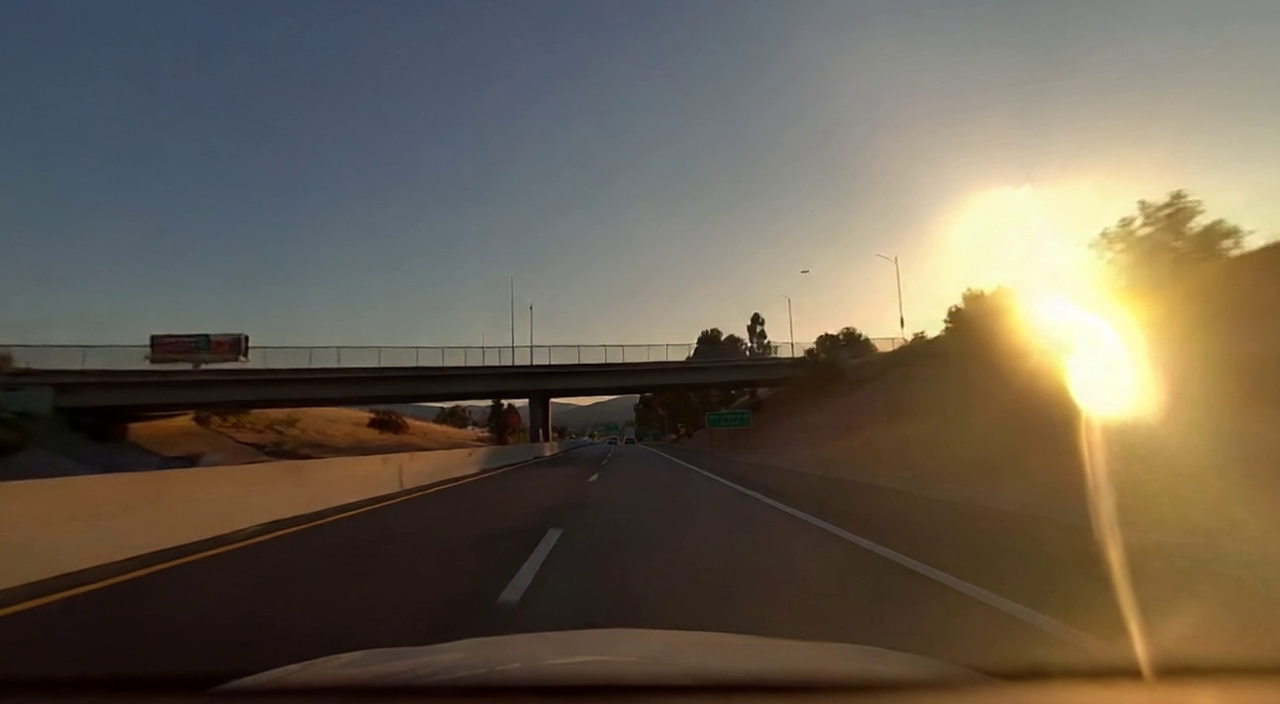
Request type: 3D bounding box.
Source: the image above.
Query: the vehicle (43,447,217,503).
[{"bbox_3d":[-15.520,3.730,19.576,1.815,1.440,4.431,0,-8,-2],"label":"vehicle"}]
